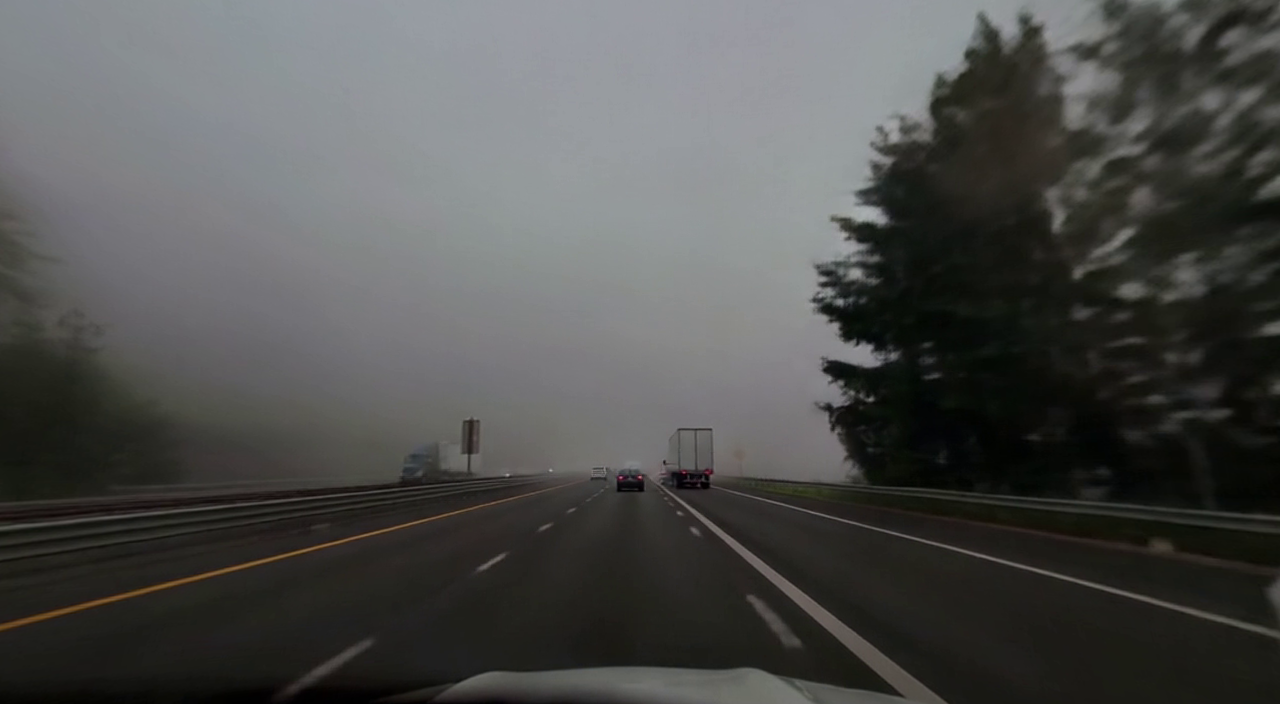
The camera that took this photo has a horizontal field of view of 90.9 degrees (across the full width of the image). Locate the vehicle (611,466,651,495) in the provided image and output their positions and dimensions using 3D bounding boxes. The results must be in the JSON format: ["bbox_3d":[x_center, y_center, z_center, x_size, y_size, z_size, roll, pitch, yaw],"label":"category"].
[{"bbox_3d":[-0.517,6.967,34.347,2.010,1.436,3.973,1,-10,-1],"label":"vehicle"}]
